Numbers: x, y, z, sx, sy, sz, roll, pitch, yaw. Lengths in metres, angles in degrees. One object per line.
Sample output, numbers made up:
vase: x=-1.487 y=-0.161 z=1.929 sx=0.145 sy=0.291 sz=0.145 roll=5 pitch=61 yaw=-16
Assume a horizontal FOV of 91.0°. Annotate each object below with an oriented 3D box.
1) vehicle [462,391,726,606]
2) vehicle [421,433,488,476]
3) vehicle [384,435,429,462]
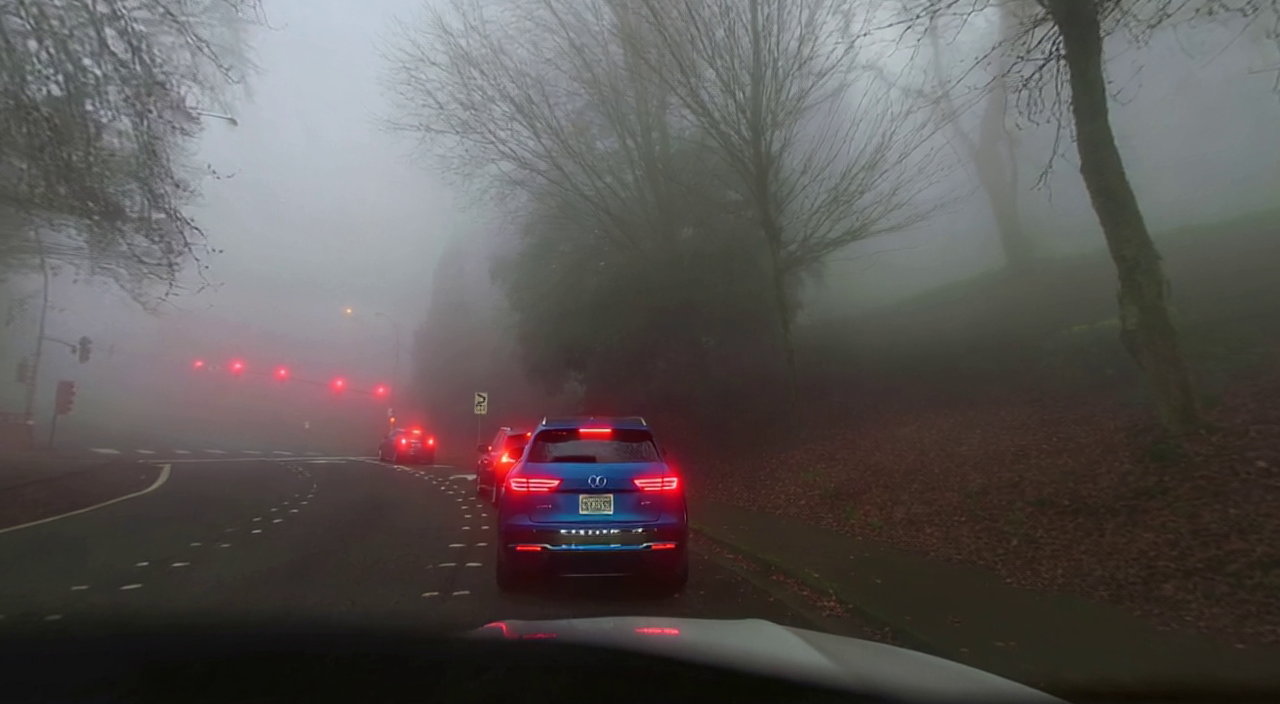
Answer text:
vehicle: x=-0.674 y=1.462 z=7.202 sx=2.134 sy=1.671 sz=4.147 roll=1 pitch=-8 yaw=-9
vehicle: x=-7.286 y=3.953 z=24.483 sx=1.902 sy=1.536 sz=3.662 roll=4 pitch=-9 yaw=-25
vehicle: x=-13.748 y=5.646 z=36.904 sx=1.863 sy=1.488 sz=4.426 roll=4 pitch=-9 yaw=-27
